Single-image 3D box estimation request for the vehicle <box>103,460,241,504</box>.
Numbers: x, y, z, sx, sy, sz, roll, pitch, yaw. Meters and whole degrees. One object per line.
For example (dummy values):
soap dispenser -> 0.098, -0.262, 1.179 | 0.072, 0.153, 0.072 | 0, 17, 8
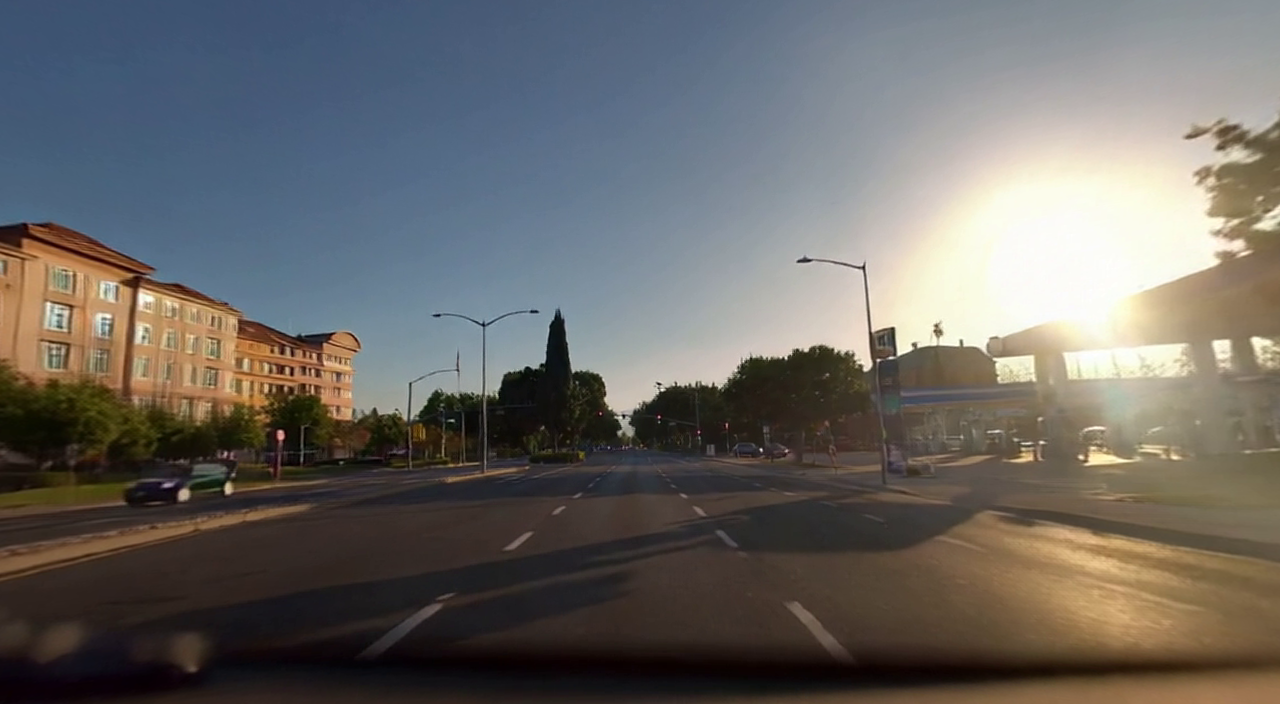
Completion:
vehicle -> -18.541, 5.141, 25.379 | 2.048, 1.479, 4.490 | -1, -8, 1
